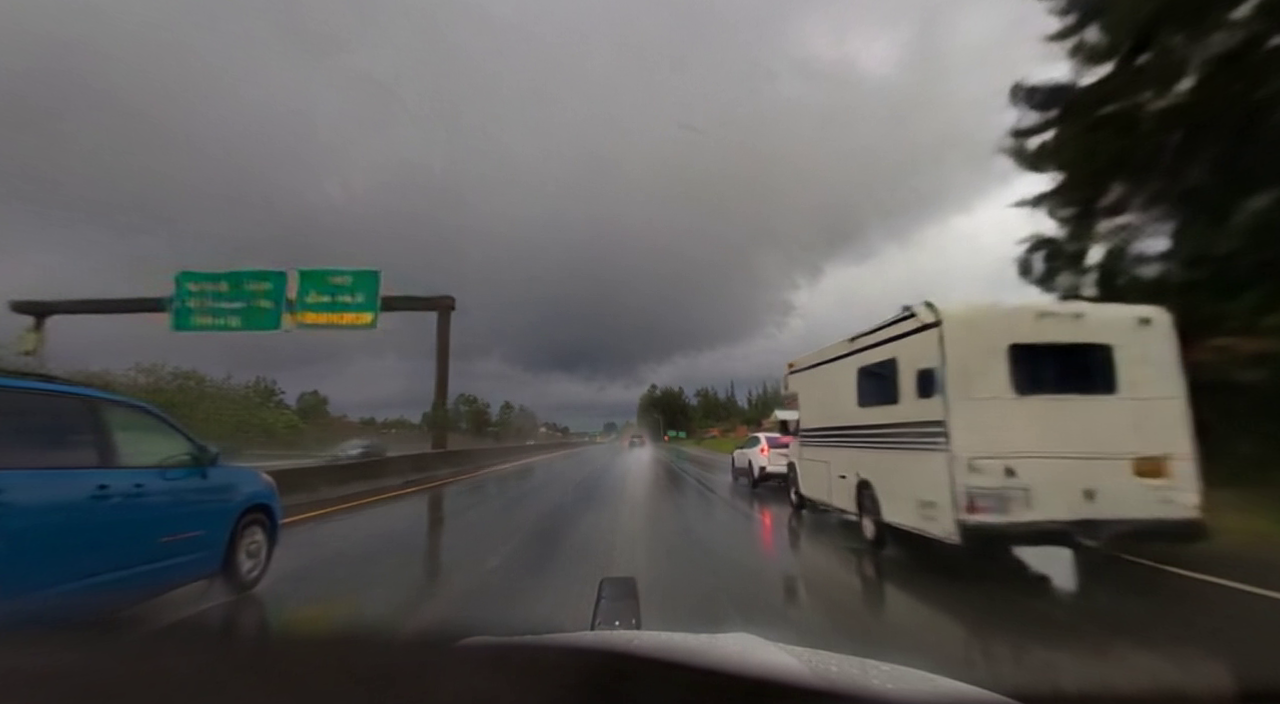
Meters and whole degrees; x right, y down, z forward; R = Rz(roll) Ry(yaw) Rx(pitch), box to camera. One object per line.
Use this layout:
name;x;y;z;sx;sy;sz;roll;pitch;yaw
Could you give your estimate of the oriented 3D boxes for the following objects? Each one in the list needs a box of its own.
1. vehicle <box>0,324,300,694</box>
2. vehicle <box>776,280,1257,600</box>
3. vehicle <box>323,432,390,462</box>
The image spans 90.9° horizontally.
vehicle;-4.067;0.796;3.361;2.061;1.732;4.457;0;-8;-1
vehicle;3.746;1.070;8.077;2.590;2.680;5.445;0;-8;-2
vehicle;-16.341;5.481;36.601;1.947;1.633;4.262;0;-8;-1
